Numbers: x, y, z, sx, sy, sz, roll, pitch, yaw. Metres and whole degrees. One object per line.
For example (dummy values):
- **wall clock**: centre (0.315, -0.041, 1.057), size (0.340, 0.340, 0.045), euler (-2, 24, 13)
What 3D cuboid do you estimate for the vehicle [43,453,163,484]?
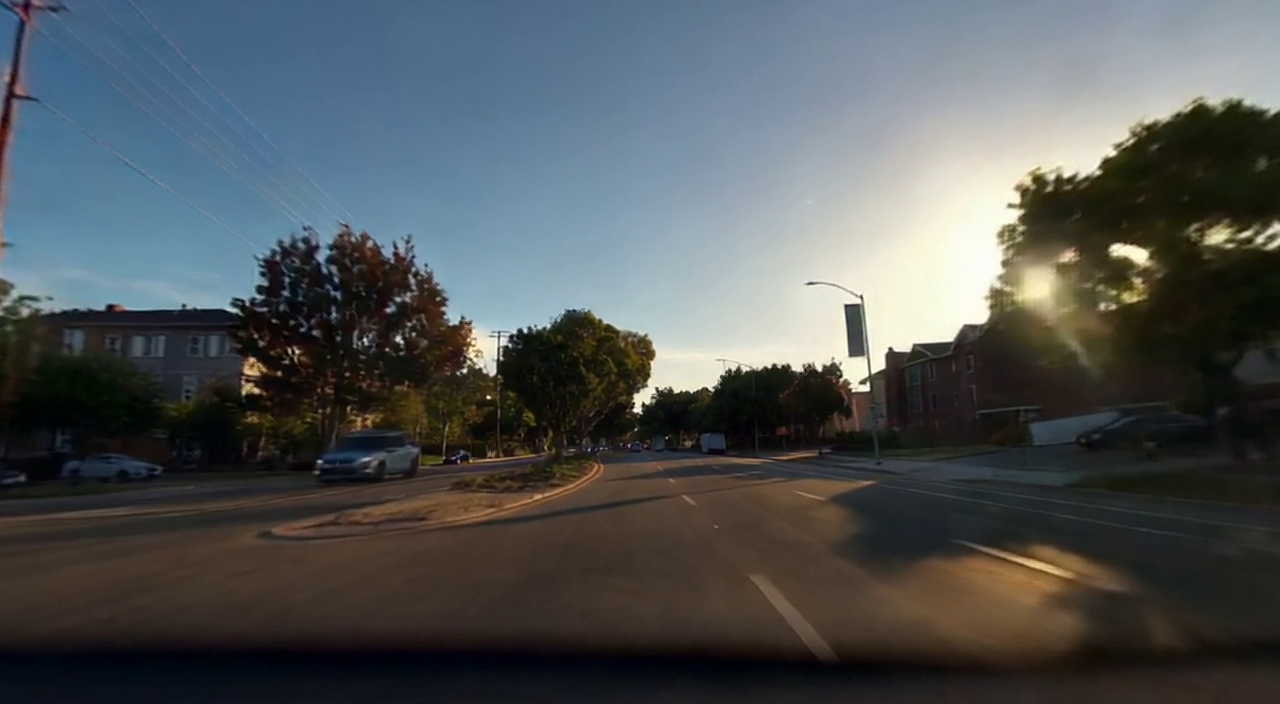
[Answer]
- **vehicle**: centre (-29.047, 6.300, 34.403), size (1.898, 1.489, 4.667), euler (-2, -9, 13)

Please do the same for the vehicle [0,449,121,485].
- **vehicle**: centre (-31.974, 6.243, 34.763), size (2.076, 1.803, 4.840), euler (-2, -9, 12)
